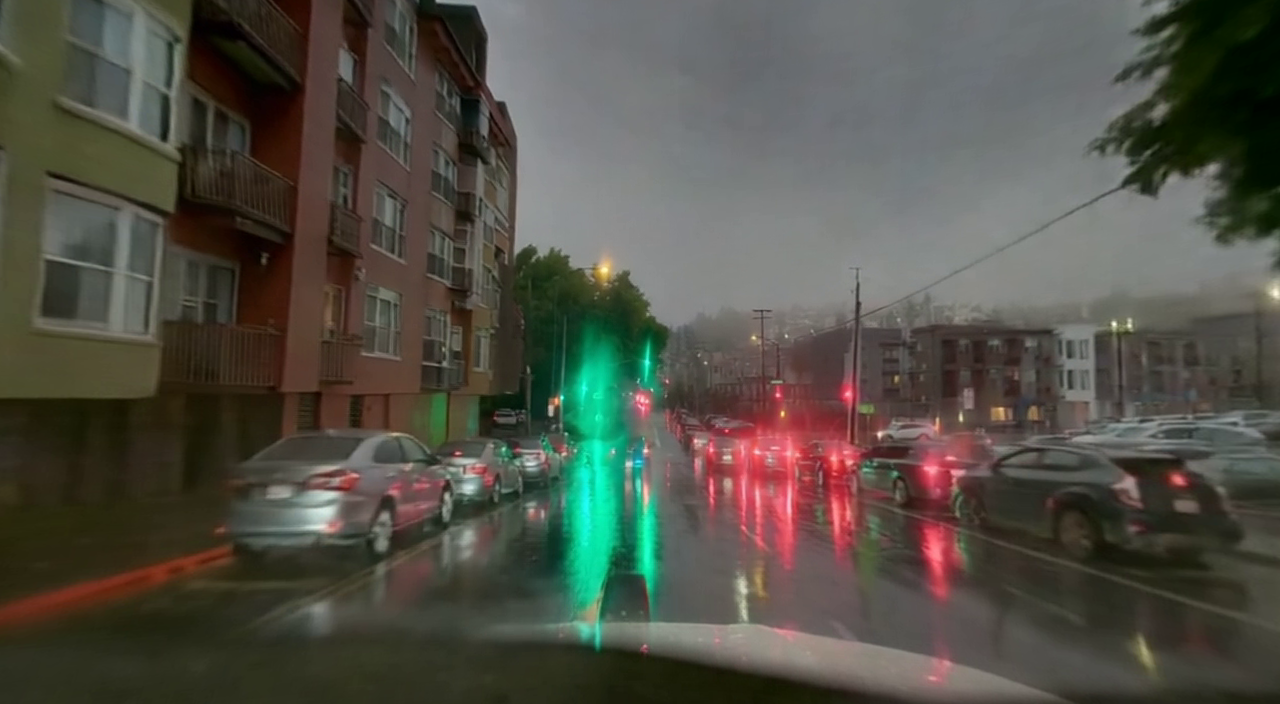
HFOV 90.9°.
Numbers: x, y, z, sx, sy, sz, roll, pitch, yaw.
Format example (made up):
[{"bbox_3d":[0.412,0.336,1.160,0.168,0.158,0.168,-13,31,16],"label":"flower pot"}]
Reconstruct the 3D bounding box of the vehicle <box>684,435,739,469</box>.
[{"bbox_3d":[3.249,4.677,29.596,2.055,1.450,4.676,0,-9,0],"label":"vehicle"}]

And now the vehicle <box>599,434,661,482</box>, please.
[{"bbox_3d":[-0.296,3.605,21.674,1.923,1.460,3.923,0,-9,0],"label":"vehicle"}]

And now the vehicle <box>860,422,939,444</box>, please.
[{"bbox_3d":[18.395,5.778,44.848,4.738,1.537,1.960,0,-9,3],"label":"vehicle"}]

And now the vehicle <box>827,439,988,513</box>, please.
[{"bbox_3d":[6.119,2.863,15.103,1.938,1.487,4.371,0,-9,0],"label":"vehicle"}]

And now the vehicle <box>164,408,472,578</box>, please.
[{"bbox_3d":[-3.694,1.670,8.171,1.831,1.650,3.852,0,-9,2],"label":"vehicle"}]

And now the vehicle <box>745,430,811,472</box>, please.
[{"bbox_3d":[6.176,4.525,28.822,1.999,1.752,4.502,0,-9,0],"label":"vehicle"}]

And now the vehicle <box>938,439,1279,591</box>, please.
[{"bbox_3d":[6.193,1.996,8.692,1.980,1.518,4.526,0,-9,0],"label":"vehicle"}]
